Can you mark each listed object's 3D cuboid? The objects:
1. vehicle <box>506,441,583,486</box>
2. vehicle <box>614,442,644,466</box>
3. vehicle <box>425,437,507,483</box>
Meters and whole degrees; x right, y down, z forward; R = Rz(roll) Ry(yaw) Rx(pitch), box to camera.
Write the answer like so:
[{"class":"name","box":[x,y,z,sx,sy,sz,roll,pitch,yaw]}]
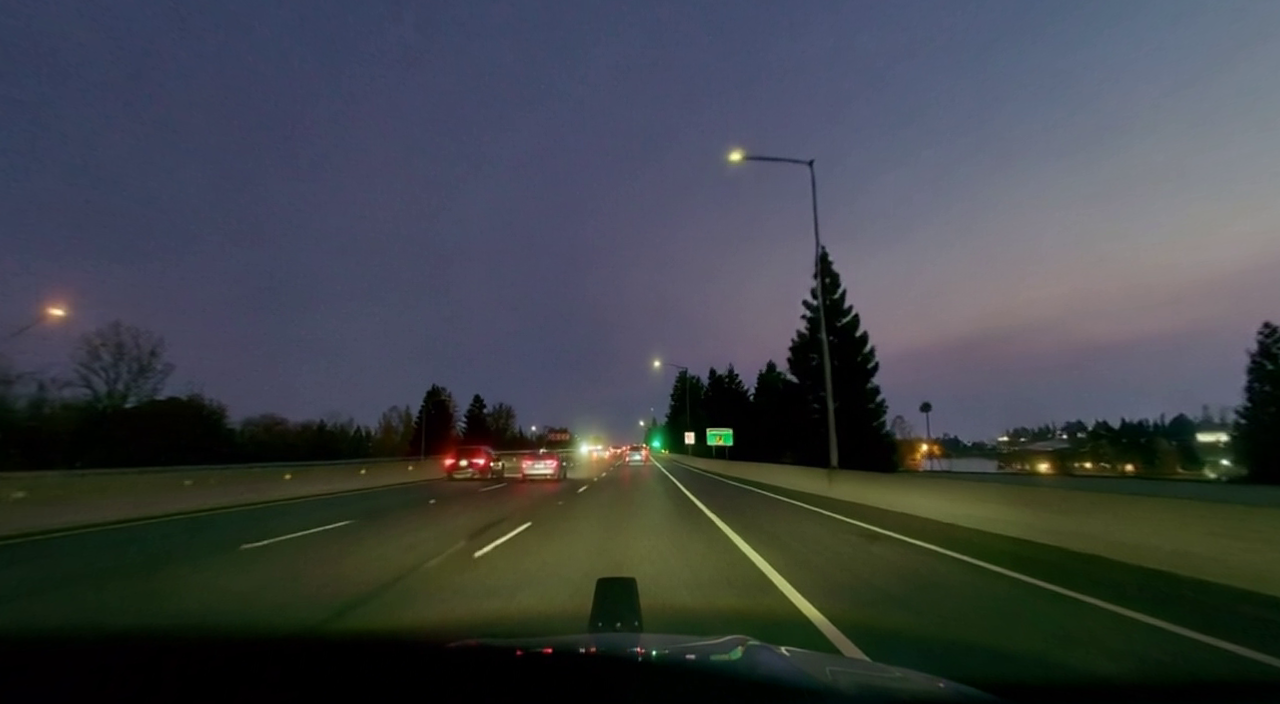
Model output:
[{"class":"vehicle","box":[-3.632,4.374,25.037,2.102,1.562,4.884,-1,-9,2]},{"class":"vehicle","box":[-0.821,7.799,48.539,2.179,1.742,4.396,0,-9,0]},{"class":"vehicle","box":[-7.409,4.647,27.412,2.091,1.795,4.617,-1,-9,2]}]
